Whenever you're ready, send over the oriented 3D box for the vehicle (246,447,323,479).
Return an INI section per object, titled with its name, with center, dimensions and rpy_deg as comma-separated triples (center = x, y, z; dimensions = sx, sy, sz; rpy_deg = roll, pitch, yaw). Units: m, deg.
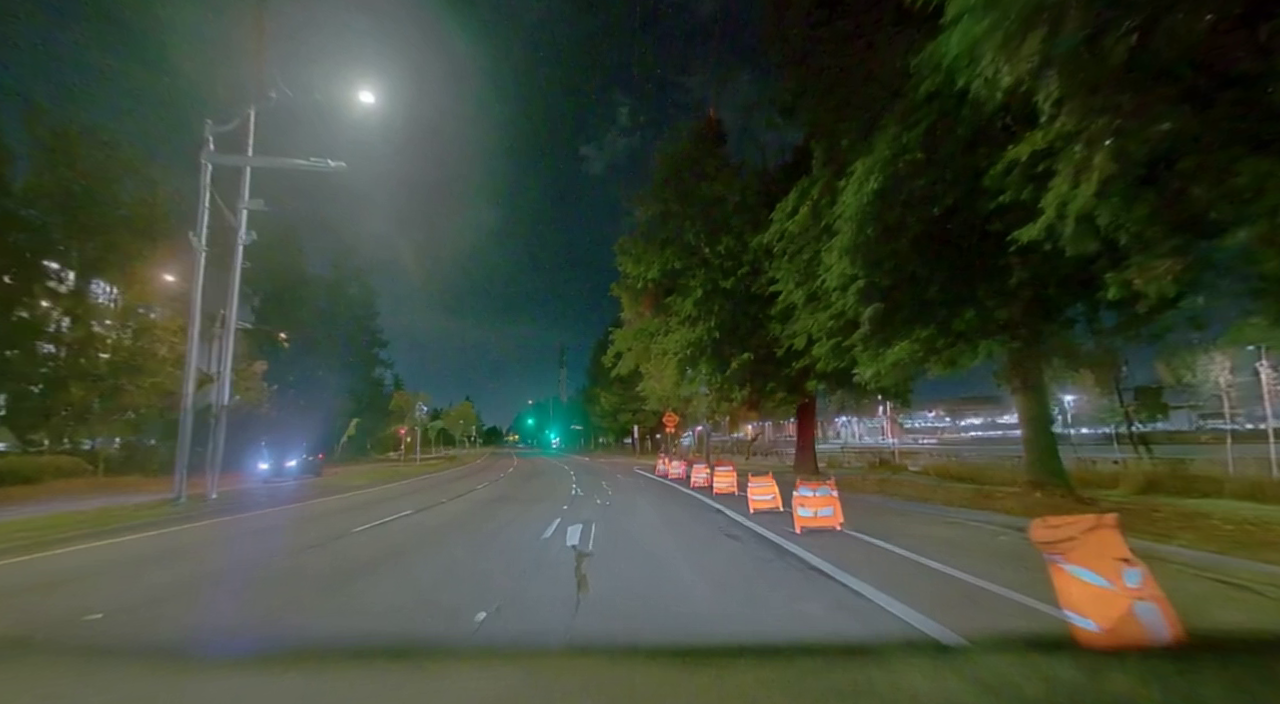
[vehicle]
center = -21.434, 6.662, 38.395
dimensions = 2.045, 1.797, 5.228
rpy_deg = 1, -8, -6
